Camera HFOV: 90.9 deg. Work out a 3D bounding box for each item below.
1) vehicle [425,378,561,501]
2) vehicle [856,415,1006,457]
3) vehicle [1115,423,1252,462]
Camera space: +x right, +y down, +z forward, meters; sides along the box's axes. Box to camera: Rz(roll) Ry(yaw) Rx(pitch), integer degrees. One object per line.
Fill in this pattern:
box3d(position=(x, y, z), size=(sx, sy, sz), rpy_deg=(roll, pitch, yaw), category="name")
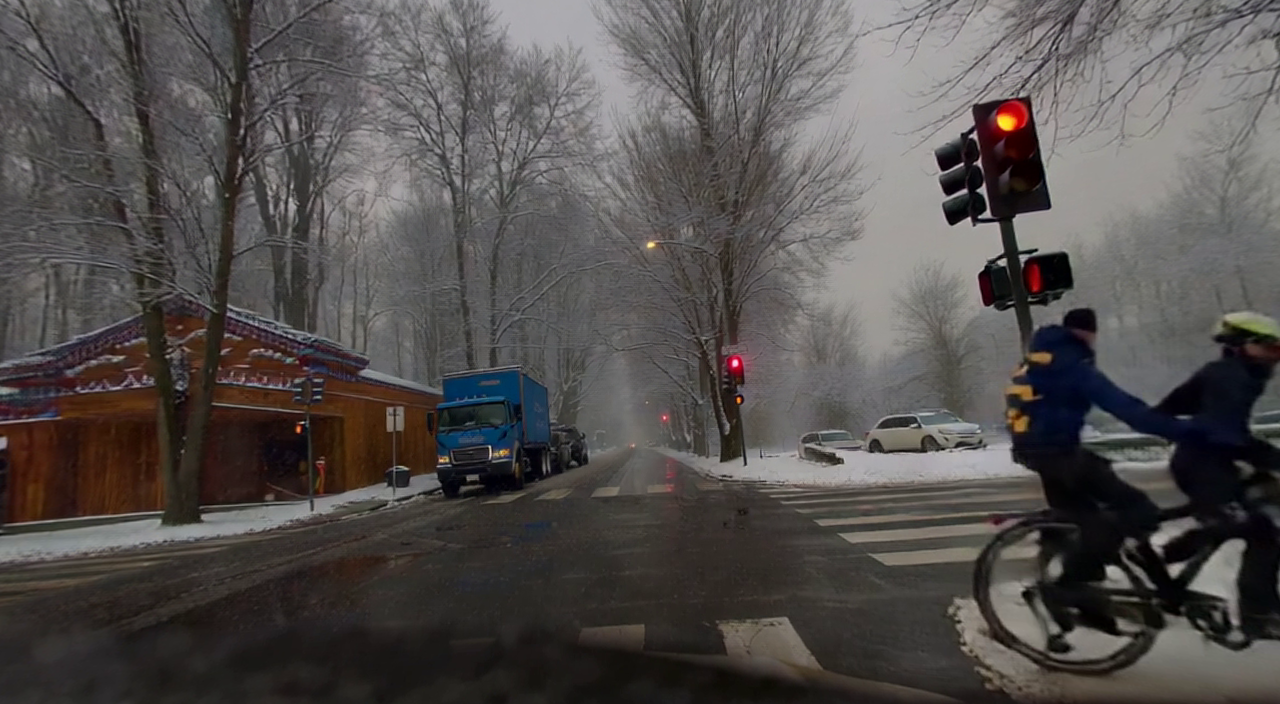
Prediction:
box3d(position=(-5.811, 3.776, 27.086), size=(3.113, 4.041, 10.284), rpy_deg=(-4, -8, 1), category="vehicle")
box3d(position=(10.668, 3.139, 23.435), size=(4.643, 1.456, 1.820), rpy_deg=(-1, -8, 5), category="vehicle")
box3d(position=(24.929, 4.168, 29.043), size=(4.268, 1.695, 2.053), rpy_deg=(0, -8, 3), category="vehicle")
